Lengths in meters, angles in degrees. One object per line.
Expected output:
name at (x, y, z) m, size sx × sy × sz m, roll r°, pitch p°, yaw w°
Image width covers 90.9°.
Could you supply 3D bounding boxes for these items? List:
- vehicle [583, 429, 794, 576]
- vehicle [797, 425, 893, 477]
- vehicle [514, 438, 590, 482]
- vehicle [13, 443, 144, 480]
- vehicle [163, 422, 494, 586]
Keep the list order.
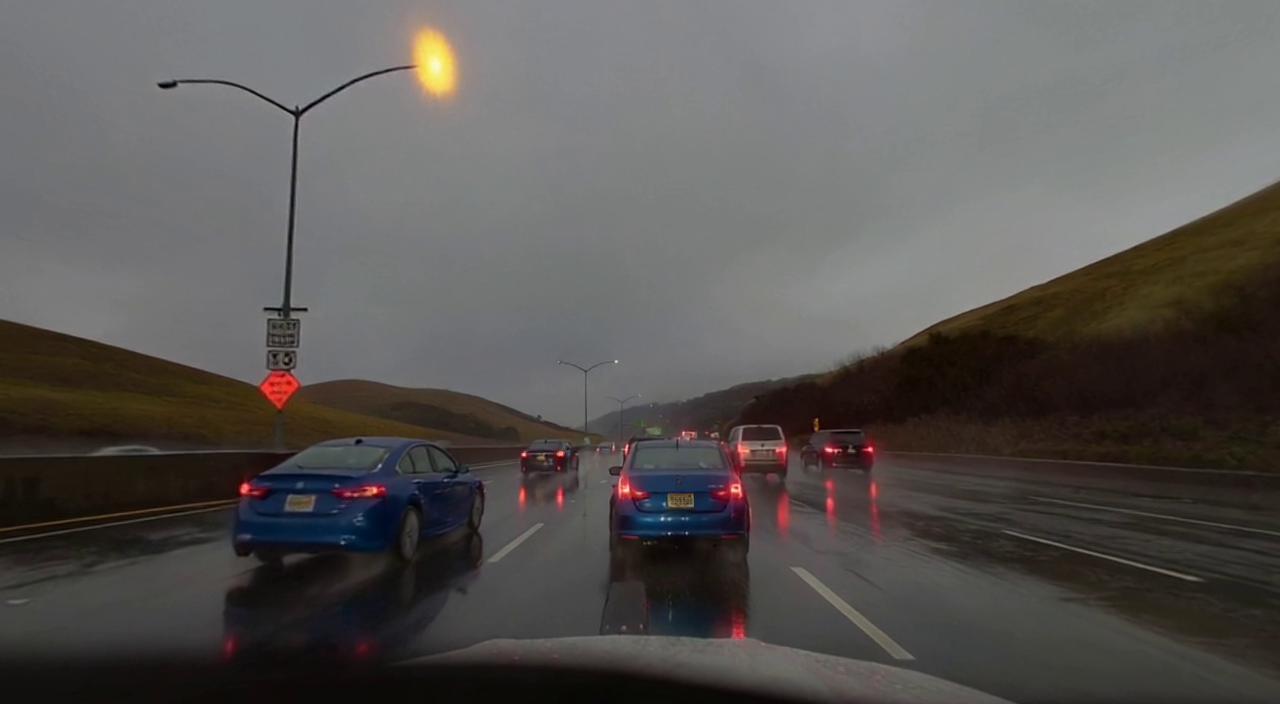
vehicle at (0.498, 1.781, 8.235) m, size 2.072 × 1.431 × 3.904 m, roll 0°, pitch -8°, yaw 1°
vehicle at (7.593, 3.714, 23.894) m, size 2.071 × 1.754 × 4.586 m, roll 0°, pitch -8°, yaw 0°
vehicle at (-3.119, 3.933, 23.252) m, size 2.017 × 1.446 × 4.384 m, roll -1°, pitch -8°, yaw 2°
vehicle at (-24.812, 4.818, 28.136) m, size 1.800 × 1.498 × 4.371 m, roll 0°, pitch -8°, yaw 0°
vehicle at (-3.434, 1.752, 8.144) m, size 2.033 × 1.513 × 4.333 m, roll 0°, pitch -8°, yaw 1°
